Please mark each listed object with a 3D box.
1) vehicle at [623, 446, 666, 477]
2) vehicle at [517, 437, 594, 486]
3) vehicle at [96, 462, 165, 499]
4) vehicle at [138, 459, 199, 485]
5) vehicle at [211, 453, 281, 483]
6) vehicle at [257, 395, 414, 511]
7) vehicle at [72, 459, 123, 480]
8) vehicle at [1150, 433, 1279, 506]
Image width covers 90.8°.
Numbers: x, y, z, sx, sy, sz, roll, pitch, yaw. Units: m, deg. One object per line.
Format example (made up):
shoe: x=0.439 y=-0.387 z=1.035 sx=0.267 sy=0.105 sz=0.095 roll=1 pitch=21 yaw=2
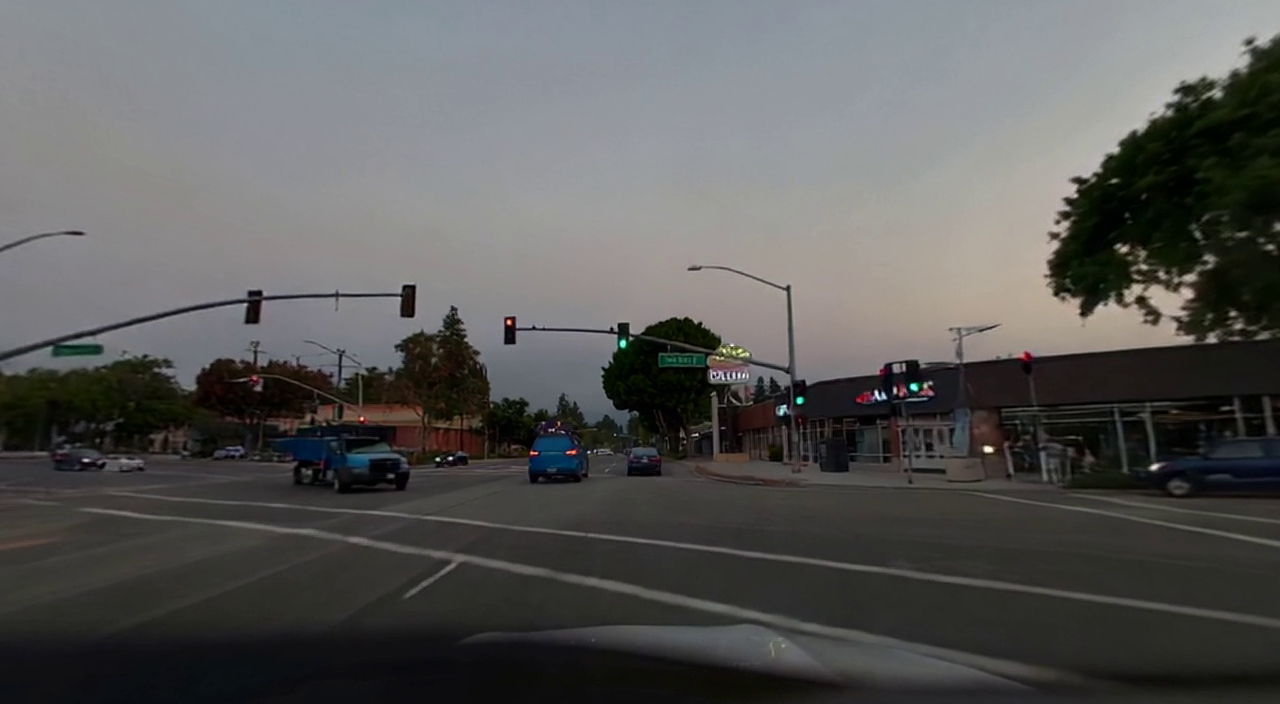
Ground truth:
vehicle: x=0.223 y=5.586 z=32.456 sx=2.103 sy=1.487 sz=4.101 roll=0 pitch=-9 yaw=0
vehicle: x=-3.321 y=4.463 z=26.039 sx=2.464 sy=1.777 sz=5.128 roll=0 pitch=-9 yaw=0
vehicle: x=-23.925 y=5.938 z=29.596 sx=1.915 sy=1.480 sz=4.432 roll=8 pitch=-12 yaw=-44
vehicle: x=-30.235 y=7.642 z=40.466 sx=4.125 sy=1.460 sz=1.967 roll=-7 pitch=-11 yaw=37
vehicle: x=-26.012 y=7.558 z=41.623 sx=5.425 sy=1.787 sz=2.191 roll=-7 pitch=-11 yaw=39
vehicle: x=-7.920 y=2.680 z=17.077 sx=2.507 sy=2.667 sz=4.567 roll=1 pitch=-9 yaw=-9
vehicle: x=-42.153 y=9.082 z=49.058 sx=4.332 sy=1.453 sz=1.932 roll=-6 pitch=-10 yaw=35
vehicle: x=14.120 y=2.537 z=13.801 sx=4.406 sy=1.512 sz=1.935 roll=-6 pitch=-10 yaw=35
